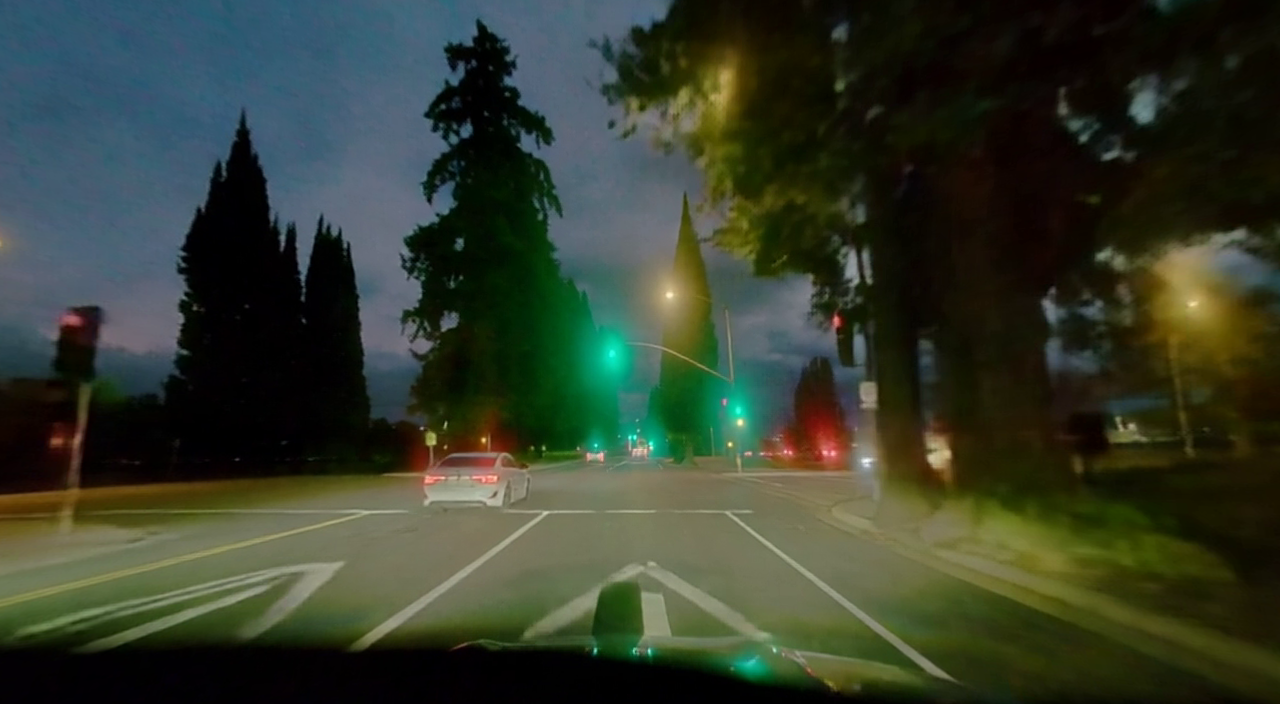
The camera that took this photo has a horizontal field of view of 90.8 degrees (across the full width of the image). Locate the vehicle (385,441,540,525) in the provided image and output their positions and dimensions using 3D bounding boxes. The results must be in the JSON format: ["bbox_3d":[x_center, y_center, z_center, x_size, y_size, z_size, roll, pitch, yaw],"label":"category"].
[{"bbox_3d":[-3.476,2.627,13.346,1.968,1.459,4.433,0,-8,0],"label":"vehicle"}]

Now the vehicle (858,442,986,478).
[{"bbox_3d":[12.056,4.613,27.200,4.632,1.473,1.889,0,-8,-3],"label":"vehicle"}]
